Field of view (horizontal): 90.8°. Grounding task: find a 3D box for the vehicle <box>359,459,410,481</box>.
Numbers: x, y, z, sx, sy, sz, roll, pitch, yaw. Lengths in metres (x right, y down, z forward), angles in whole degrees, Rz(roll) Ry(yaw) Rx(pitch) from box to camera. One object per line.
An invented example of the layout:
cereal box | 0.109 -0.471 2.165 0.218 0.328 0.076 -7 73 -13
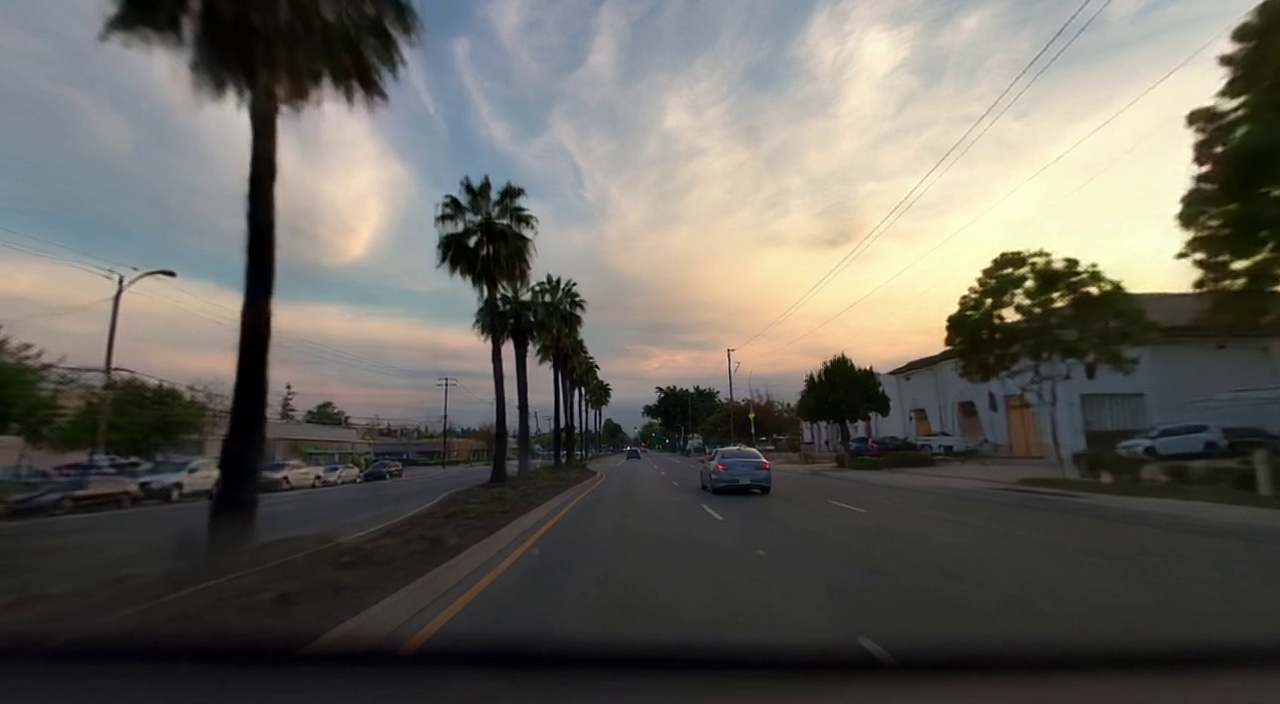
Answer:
vehicle | -19.253 8.912 47.838 1.897 1.482 4.707 0 -9 0

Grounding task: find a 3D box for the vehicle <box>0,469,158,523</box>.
vehicle | -18.812 4.728 21.173 1.828 1.472 4.464 0 -9 -1

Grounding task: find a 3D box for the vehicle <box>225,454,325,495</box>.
vehicle | -19.226 6.440 33.634 2.056 1.946 5.498 0 -9 -1

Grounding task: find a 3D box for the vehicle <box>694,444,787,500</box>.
vehicle | 2.903 3.595 19.359 1.989 1.492 4.689 0 -9 -1

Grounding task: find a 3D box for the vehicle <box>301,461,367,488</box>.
vehicle | -19.199 7.661 39.900 1.836 1.476 4.950 0 -9 -1

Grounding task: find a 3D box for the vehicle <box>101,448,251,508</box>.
vehicle | -19.252 5.186 26.628 2.344 2.232 5.170 0 -9 -1
